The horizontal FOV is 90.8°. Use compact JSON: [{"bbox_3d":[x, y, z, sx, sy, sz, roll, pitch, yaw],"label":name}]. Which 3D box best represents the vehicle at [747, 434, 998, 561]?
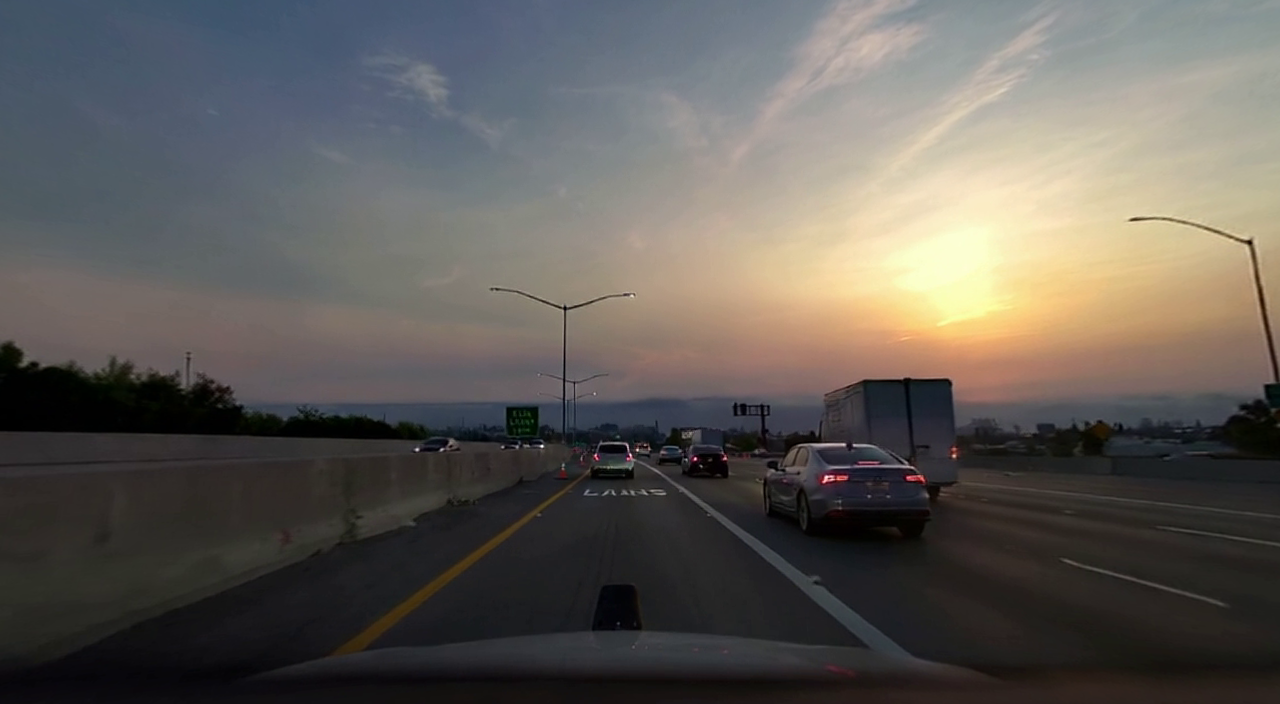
[{"bbox_3d":[3.096,2.024,9.574,1.996,1.455,4.281,0,-9,-3],"label":"vehicle"}]

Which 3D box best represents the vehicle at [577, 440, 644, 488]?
[{"bbox_3d":[-0.964,3.765,21.575,2.069,1.470,4.004,0,-8,-1],"label":"vehicle"}]

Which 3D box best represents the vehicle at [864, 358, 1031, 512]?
[{"bbox_3d":[7.593,2.102,16.072,2.575,3.519,2.984,0,-9,1],"label":"vehicle"}]

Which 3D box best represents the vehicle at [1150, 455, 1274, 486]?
[{"bbox_3d":[35.229,7.275,39.183,2.227,1.730,5.442,1,-9,-6],"label":"vehicle"}]

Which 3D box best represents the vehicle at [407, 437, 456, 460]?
[{"bbox_3d":[-13.954,6.516,42.580,1.828,1.471,4.406,0,-9,0],"label":"vehicle"}]

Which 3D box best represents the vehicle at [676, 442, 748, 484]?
[{"bbox_3d":[2.637,4.191,24.202,2.042,1.460,4.451,0,-8,-3],"label":"vehicle"}]
